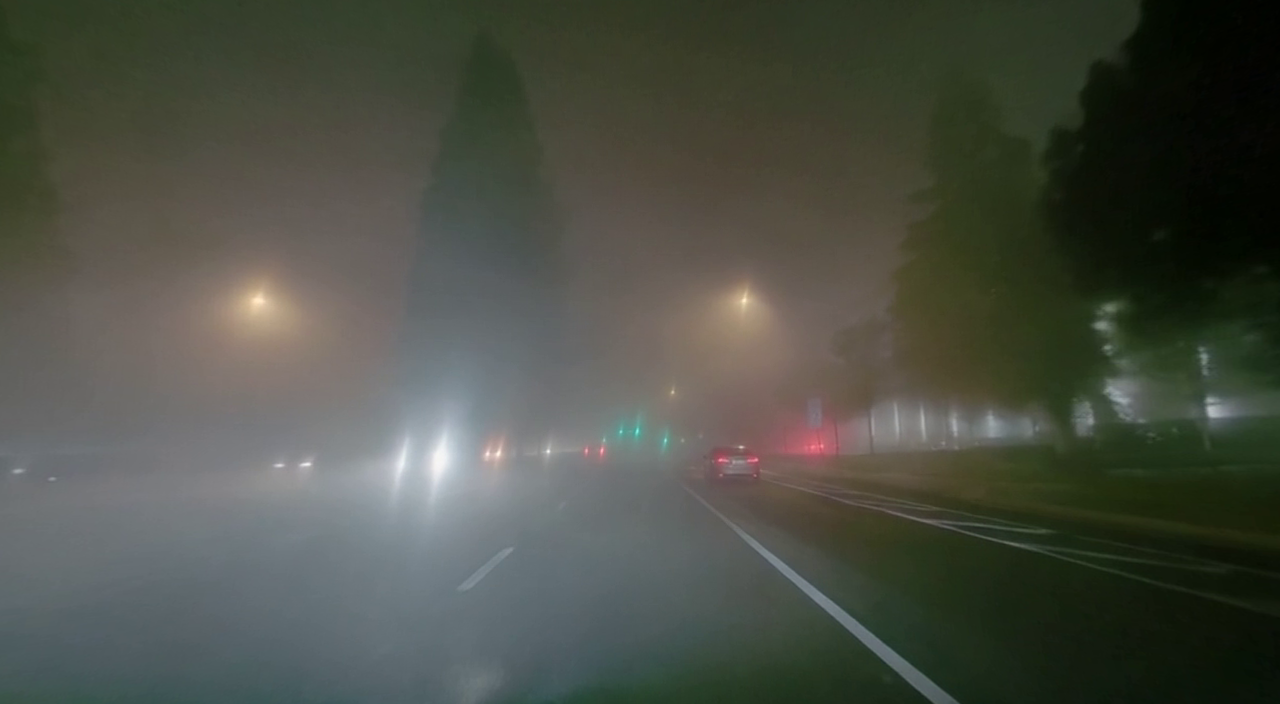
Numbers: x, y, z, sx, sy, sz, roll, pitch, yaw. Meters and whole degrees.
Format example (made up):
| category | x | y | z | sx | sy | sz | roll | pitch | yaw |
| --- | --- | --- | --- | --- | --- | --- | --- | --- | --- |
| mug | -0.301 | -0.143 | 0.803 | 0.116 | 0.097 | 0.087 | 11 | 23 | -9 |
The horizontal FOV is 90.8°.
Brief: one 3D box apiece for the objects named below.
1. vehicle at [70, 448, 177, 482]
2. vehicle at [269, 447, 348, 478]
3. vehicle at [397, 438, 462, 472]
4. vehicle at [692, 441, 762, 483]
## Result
| category | x | y | z | sx | sy | sz | roll | pitch | yaw |
| --- | --- | --- | --- | --- | --- | --- | --- | --- | --- |
| vehicle | -30.396 | 6.624 | 37.284 | 4.409 | 1.912 | 2.090 | 0 | -9 | 0 |
| vehicle | -17.455 | 5.821 | 33.466 | 1.897 | 1.507 | 4.132 | 0 | -9 | 0 |
| vehicle | -11.370 | 5.592 | 34.406 | 2.027 | 1.716 | 4.357 | 0 | -9 | 0 |
| vehicle | 3.182 | 4.120 | 23.974 | 1.966 | 1.449 | 4.290 | 0 | -9 | -1 |
